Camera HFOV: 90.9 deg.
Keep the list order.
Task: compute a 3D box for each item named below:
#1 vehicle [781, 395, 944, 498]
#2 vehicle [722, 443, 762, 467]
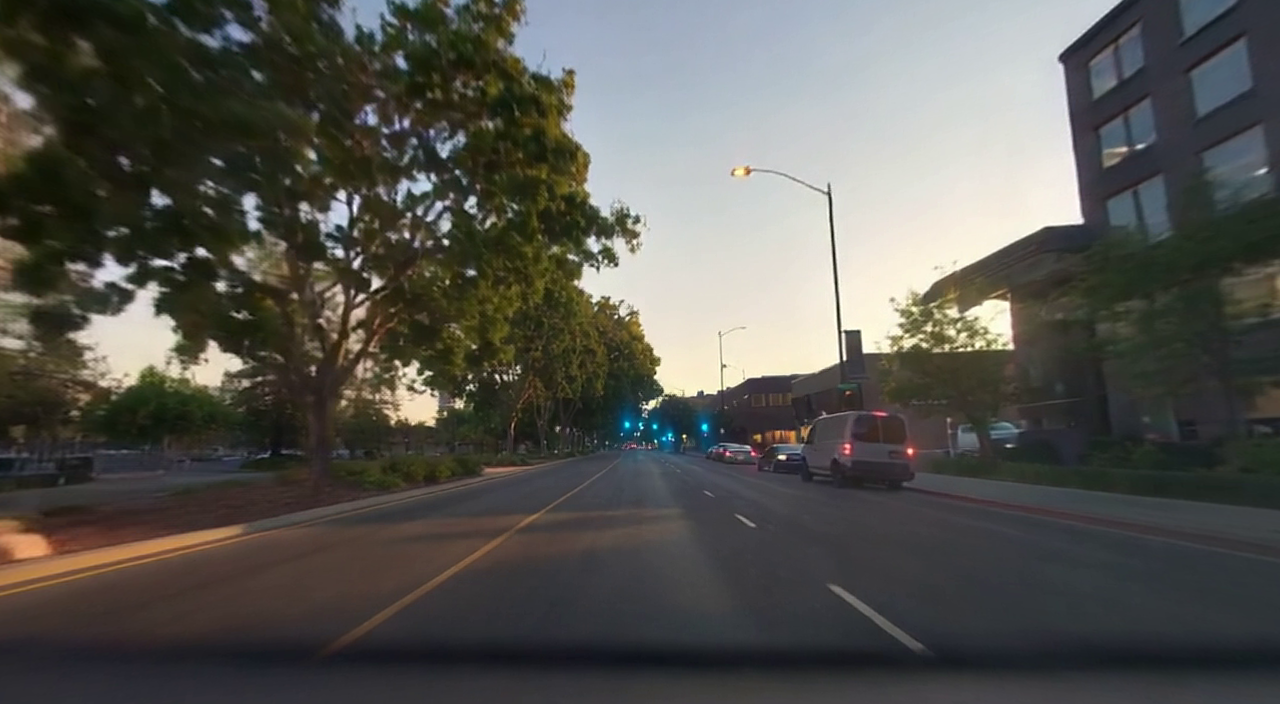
[{"bbox_3d":[6.335,2.851,19.162,2.762,2.607,6.182,0,-8,1],"label":"vehicle"},{"bbox_3d":[6.880,6.970,42.882,1.847,1.472,4.846,0,-8,0],"label":"vehicle"}]
